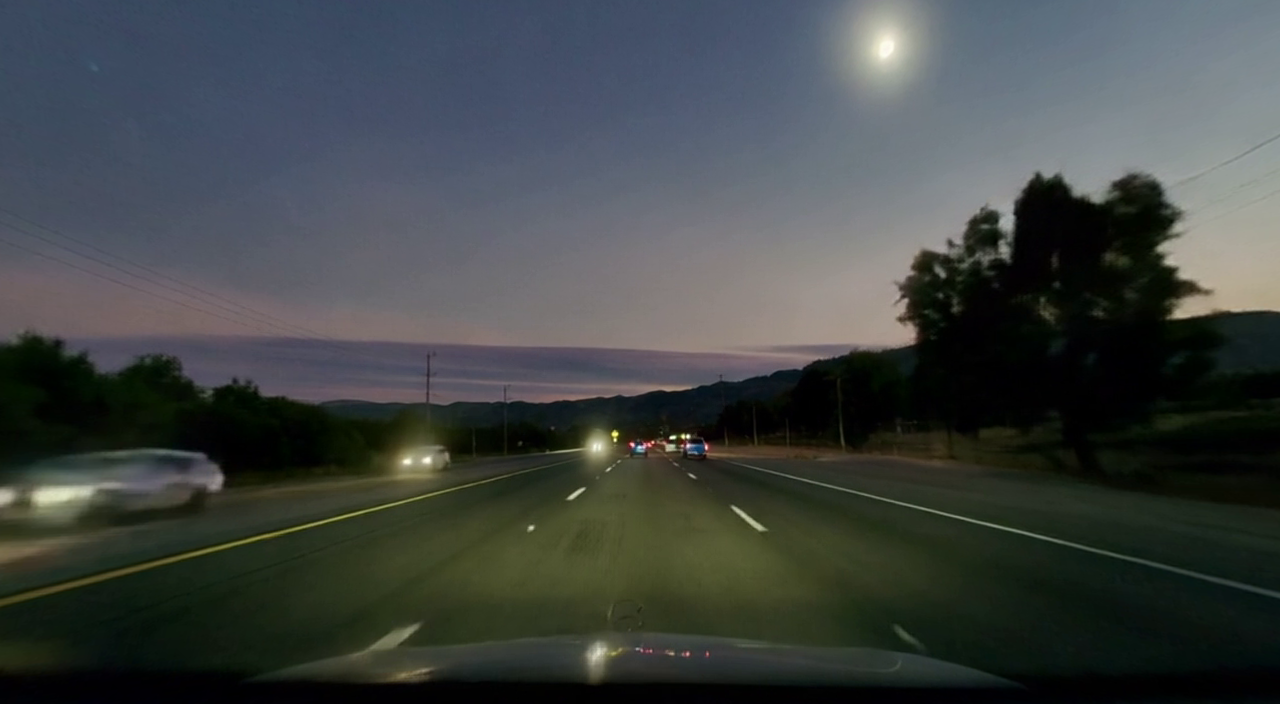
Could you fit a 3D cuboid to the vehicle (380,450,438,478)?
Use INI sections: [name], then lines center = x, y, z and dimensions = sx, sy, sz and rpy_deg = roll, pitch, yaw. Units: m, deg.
[vehicle]
center = -15.958, 7.767, 43.915
dimensions = 2.105, 1.748, 4.948
rpy_deg = 0, -8, 1
